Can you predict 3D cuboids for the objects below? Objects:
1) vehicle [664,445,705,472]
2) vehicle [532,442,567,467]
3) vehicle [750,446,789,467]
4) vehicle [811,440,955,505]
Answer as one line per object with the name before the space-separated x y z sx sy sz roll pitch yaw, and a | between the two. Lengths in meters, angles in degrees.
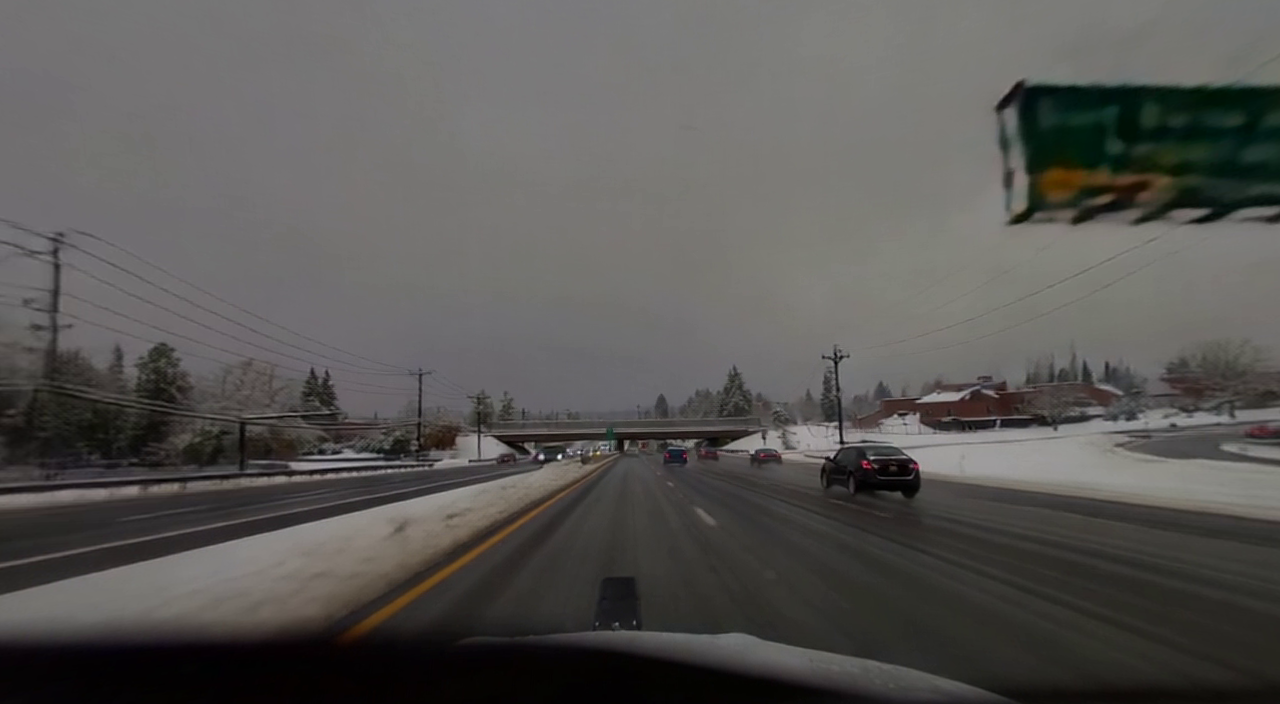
vehicle | 2.606 6.324 37.913 1.993 1.507 4.594 0 -8 -2
vehicle | -7.070 8.021 49.660 2.086 1.884 4.793 0 -8 0
vehicle | 9.415 7.570 46.152 1.838 1.440 4.121 0 -8 -2
vehicle | 6.305 3.140 17.054 1.952 1.489 4.483 0 -8 -2
